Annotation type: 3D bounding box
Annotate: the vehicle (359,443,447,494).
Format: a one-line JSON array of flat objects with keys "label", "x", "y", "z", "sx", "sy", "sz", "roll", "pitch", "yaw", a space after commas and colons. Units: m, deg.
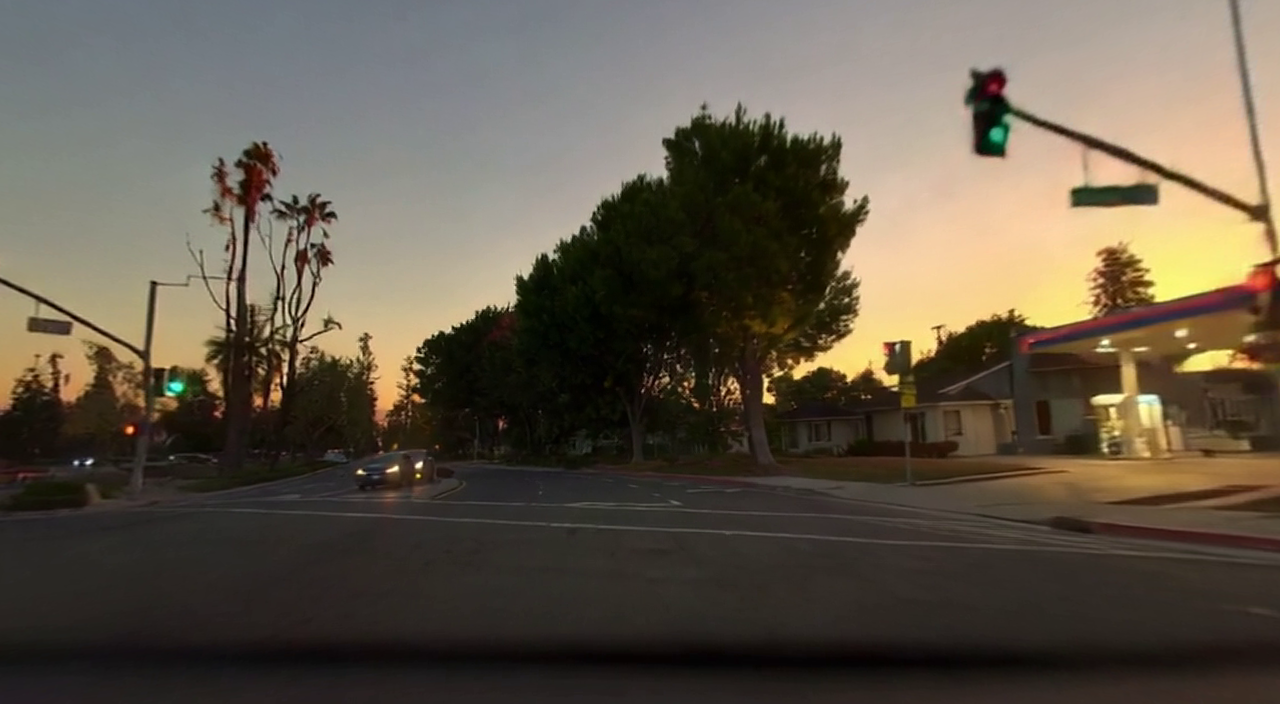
[{"label": "vehicle", "x": -8.625, "y": 4.241, "z": 23.389, "sx": 2.048, "sy": 1.670, "sz": 4.450, "roll": 0, "pitch": -9, "yaw": -7}]
